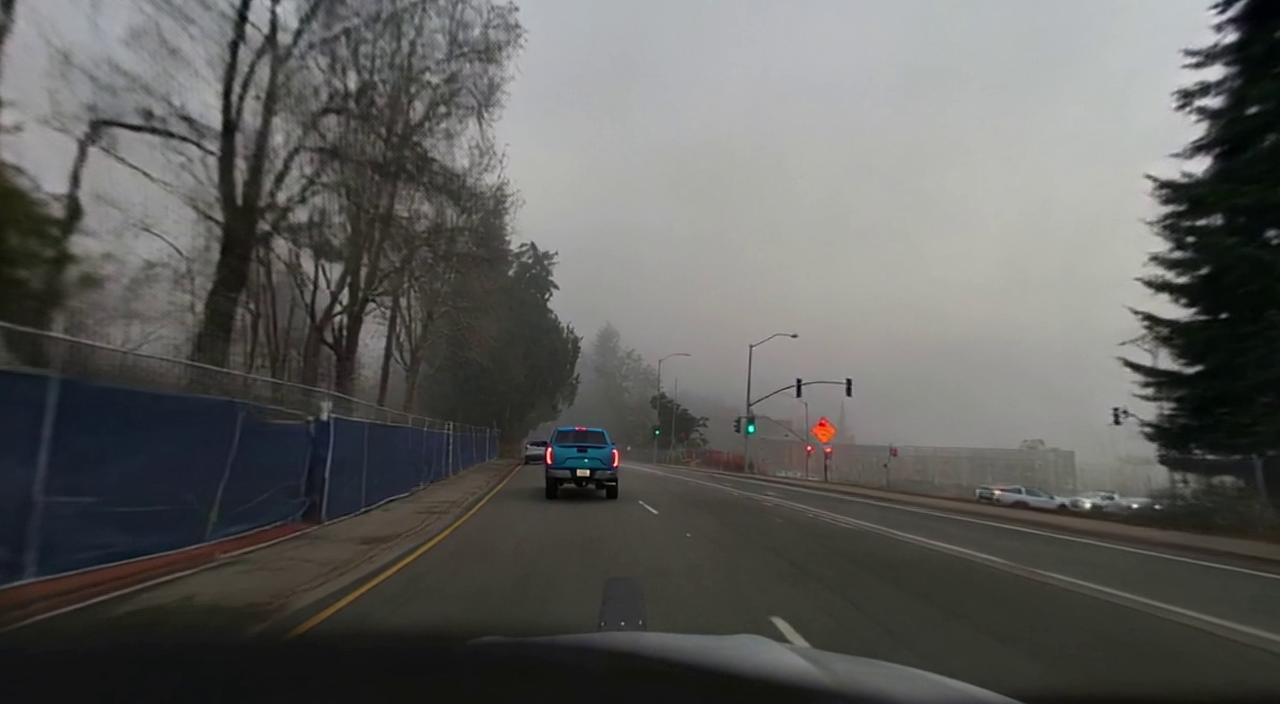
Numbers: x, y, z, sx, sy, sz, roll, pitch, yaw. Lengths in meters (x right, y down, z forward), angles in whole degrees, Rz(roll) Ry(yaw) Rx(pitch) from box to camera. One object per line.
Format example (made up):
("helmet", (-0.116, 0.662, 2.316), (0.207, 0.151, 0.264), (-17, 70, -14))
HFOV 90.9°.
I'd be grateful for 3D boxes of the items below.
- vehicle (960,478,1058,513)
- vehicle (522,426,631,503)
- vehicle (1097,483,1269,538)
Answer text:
("vehicle", (18.460, 7.170, 31.804), (1.808, 1.467, 4.360), (3, -10, -10))
("vehicle", (-1.617, 2.921, 16.877), (2.436, 1.698, 5.322), (0, -8, -4))
("vehicle", (19.554, 5.710, 23.054), (1.884, 1.622, 4.485), (3, -10, -9))
